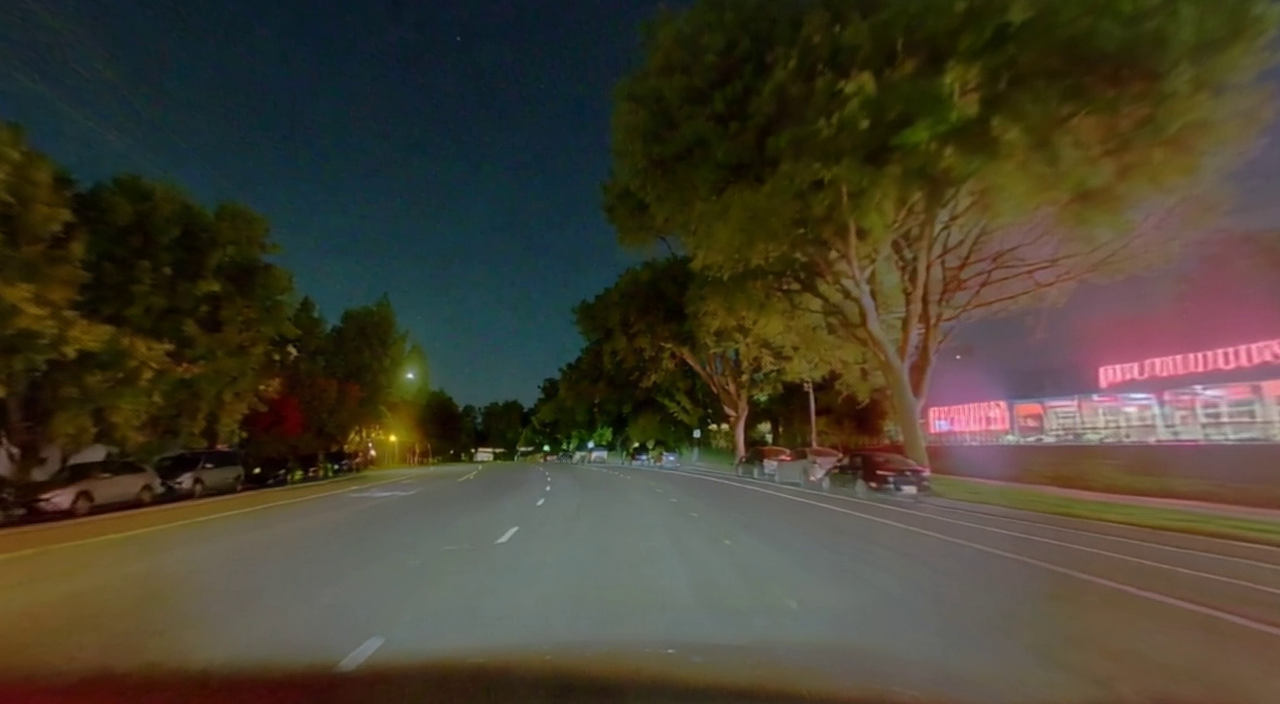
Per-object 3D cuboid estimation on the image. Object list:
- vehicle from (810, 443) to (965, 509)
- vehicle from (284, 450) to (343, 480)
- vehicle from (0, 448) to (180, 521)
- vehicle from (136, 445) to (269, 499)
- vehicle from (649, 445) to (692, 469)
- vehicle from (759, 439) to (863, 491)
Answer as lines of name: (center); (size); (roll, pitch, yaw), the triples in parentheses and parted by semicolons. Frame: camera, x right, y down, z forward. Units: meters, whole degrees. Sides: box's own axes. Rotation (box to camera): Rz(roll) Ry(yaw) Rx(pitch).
vehicle: (6.568, 3.310, 17.480); (1.872, 1.515, 4.799); (0, -9, -7)
vehicle: (-18.503, 6.404, 35.994); (1.906, 1.542, 4.210); (1, -9, -13)
vehicle: (-15.416, 3.584, 17.738); (1.927, 1.748, 4.474); (0, -9, -6)
vehicle: (-16.304, 4.446, 23.928); (1.876, 1.772, 5.125); (0, -9, -7)
vehicle: (2.086, 7.411, 44.794); (2.012, 1.517, 4.287); (1, -9, -12)
vehicle: (5.923, 3.957, 22.490); (2.065, 1.632, 4.206); (0, -9, -7)
